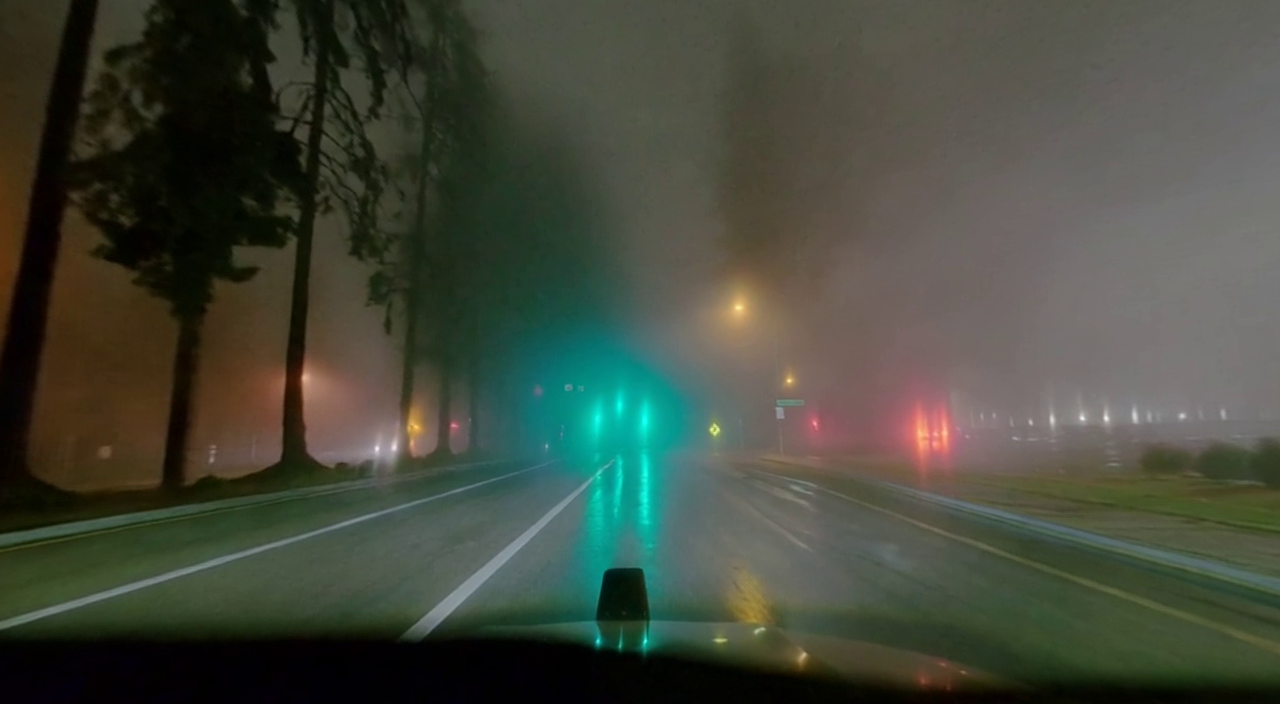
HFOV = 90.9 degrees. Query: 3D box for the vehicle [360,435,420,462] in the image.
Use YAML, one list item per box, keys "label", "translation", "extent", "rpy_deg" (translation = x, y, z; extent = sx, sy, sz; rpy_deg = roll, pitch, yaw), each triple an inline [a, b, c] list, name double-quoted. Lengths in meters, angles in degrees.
- label: "vehicle"
  translation: [-16.671, 6.430, 42.263]
  extent: [2.006, 1.694, 4.351]
  rpy_deg: [-1, -8, 4]
